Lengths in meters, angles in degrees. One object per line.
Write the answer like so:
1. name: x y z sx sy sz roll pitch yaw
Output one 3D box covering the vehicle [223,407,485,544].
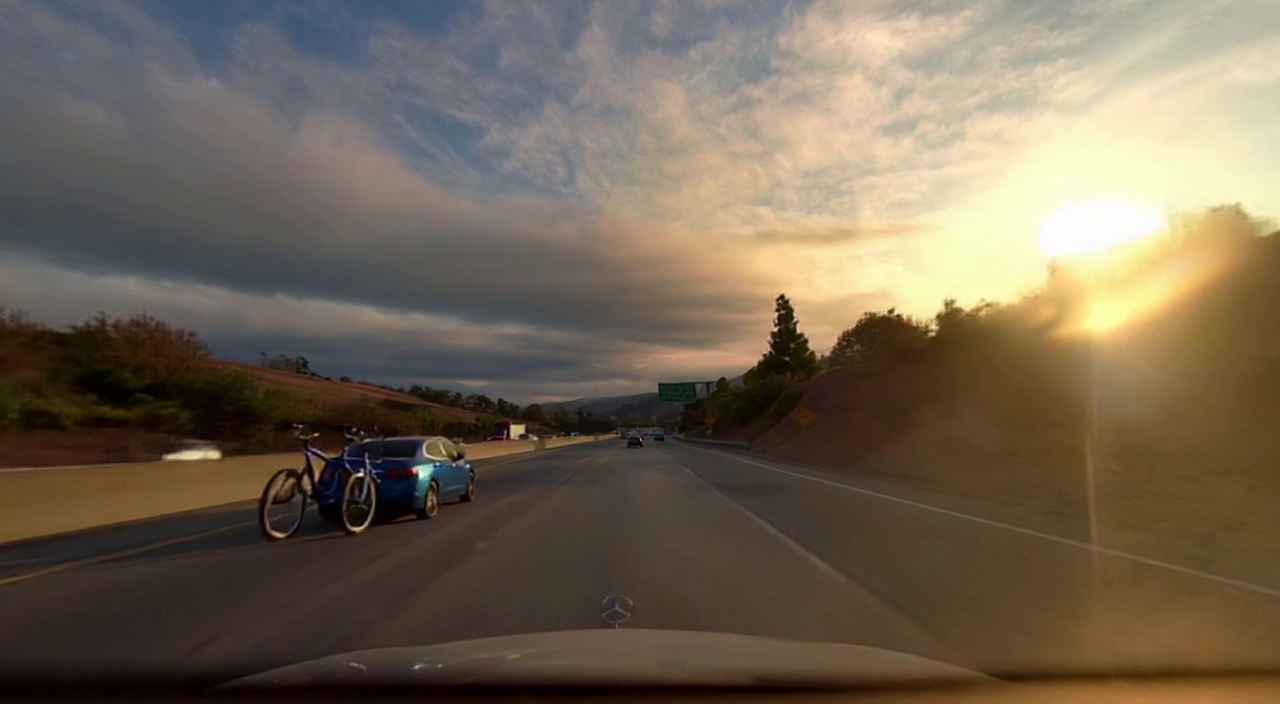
1. vehicle: -4.004 1.790 9.880 2.064 1.647 4.381 0 -8 0
